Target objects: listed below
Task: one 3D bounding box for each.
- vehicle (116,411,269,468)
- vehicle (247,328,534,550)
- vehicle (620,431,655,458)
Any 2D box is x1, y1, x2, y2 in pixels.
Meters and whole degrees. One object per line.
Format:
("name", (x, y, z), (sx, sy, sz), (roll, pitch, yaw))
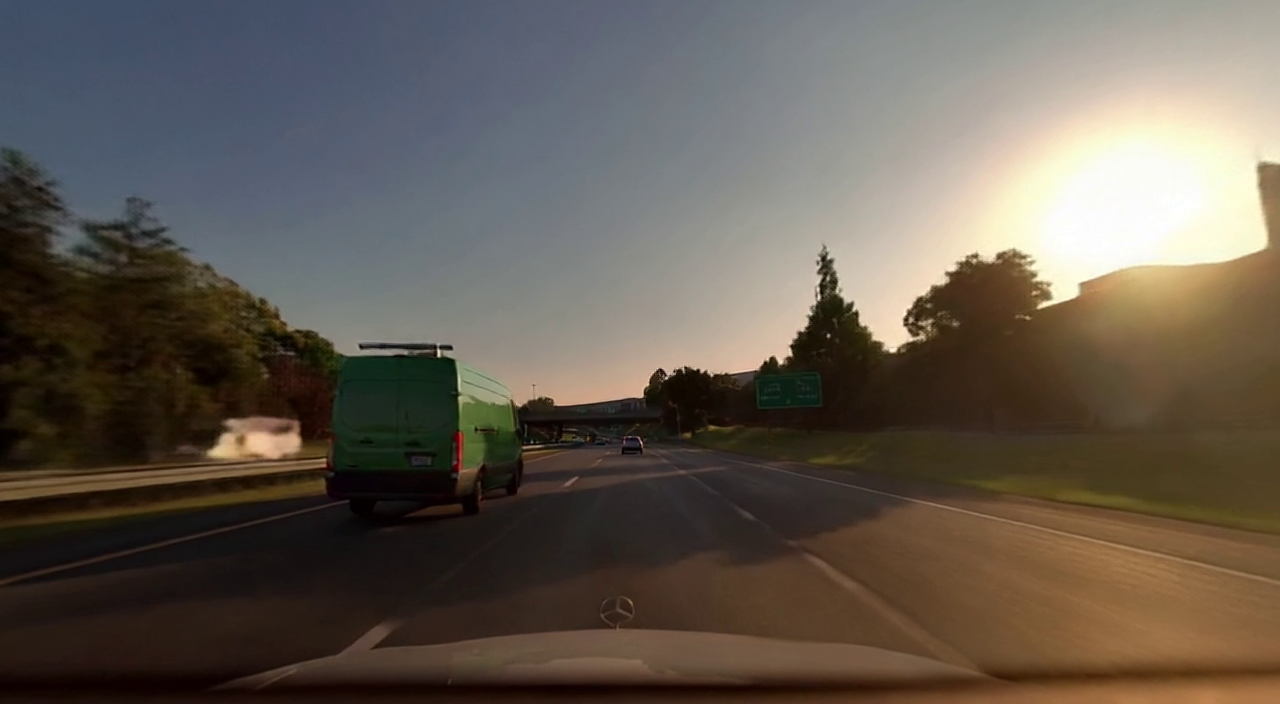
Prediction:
("vehicle", (-12.916, 2.556, 18.496), (1.740, 1.494, 3.766), (0, -8, -1))
("vehicle", (-3.365, 1.386, 10.287), (2.424, 2.577, 5.828), (0, -8, -2))
("vehicle", (-0.180, 5.862, 40.125), (2.104, 1.646, 4.176), (0, -8, -1))
